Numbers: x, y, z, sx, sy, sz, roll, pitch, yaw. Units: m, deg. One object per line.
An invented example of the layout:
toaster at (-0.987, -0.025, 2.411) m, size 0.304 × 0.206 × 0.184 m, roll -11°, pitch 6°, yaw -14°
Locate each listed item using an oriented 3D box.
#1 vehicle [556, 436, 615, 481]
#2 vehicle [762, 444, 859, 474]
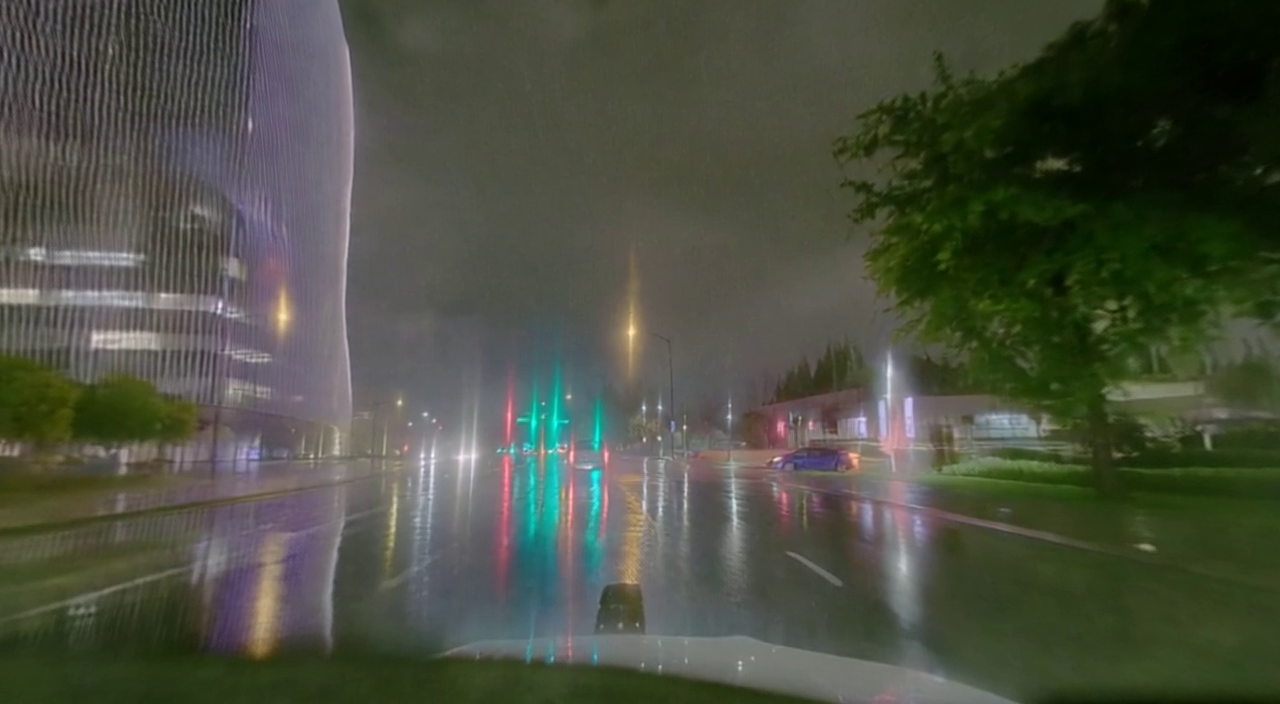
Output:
vehicle at (-2.219, 4.304, 25.778) m, size 2.183 × 1.675 × 4.319 m, roll 1°, pitch -8°, yaw -5°
vehicle at (9.068, 5.712, 33.762) m, size 4.645 × 1.505 × 2.100 m, roll 0°, pitch -8°, yaw 3°
